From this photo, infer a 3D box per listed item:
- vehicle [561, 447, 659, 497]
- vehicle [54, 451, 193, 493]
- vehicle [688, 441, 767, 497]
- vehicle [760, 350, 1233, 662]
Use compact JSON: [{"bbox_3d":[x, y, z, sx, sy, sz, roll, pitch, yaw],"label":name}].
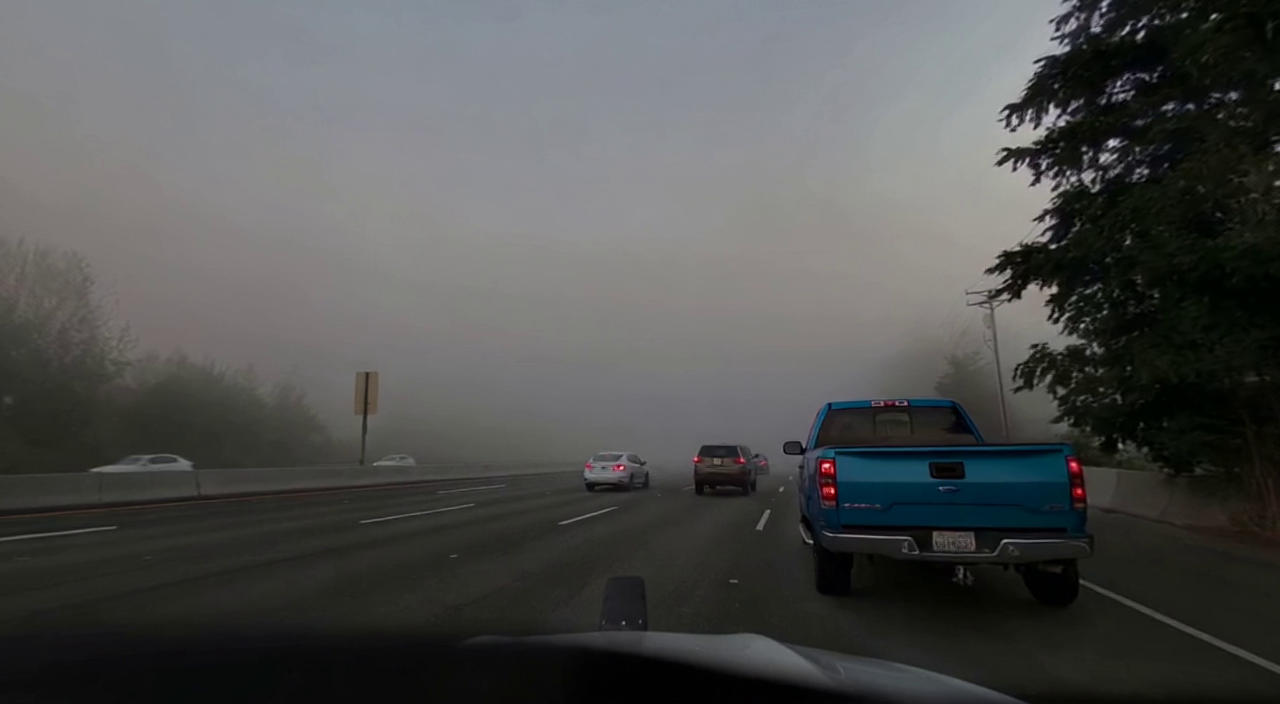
[{"bbox_3d":[-0.869,4.036,21.737,2.119,1.478,4.644,-2,-9,14],"label":"vehicle"},{"bbox_3d":[-23.866,5.509,29.406,1.882,1.695,4.650,-2,-9,15],"label":"vehicle"},{"bbox_3d":[3.069,3.884,21.436,2.080,1.682,4.150,-2,-9,16],"label":"vehicle"},{"bbox_3d":[3.349,1.550,7.962,3.024,2.092,6.797,-2,-9,15],"label":"vehicle"}]
